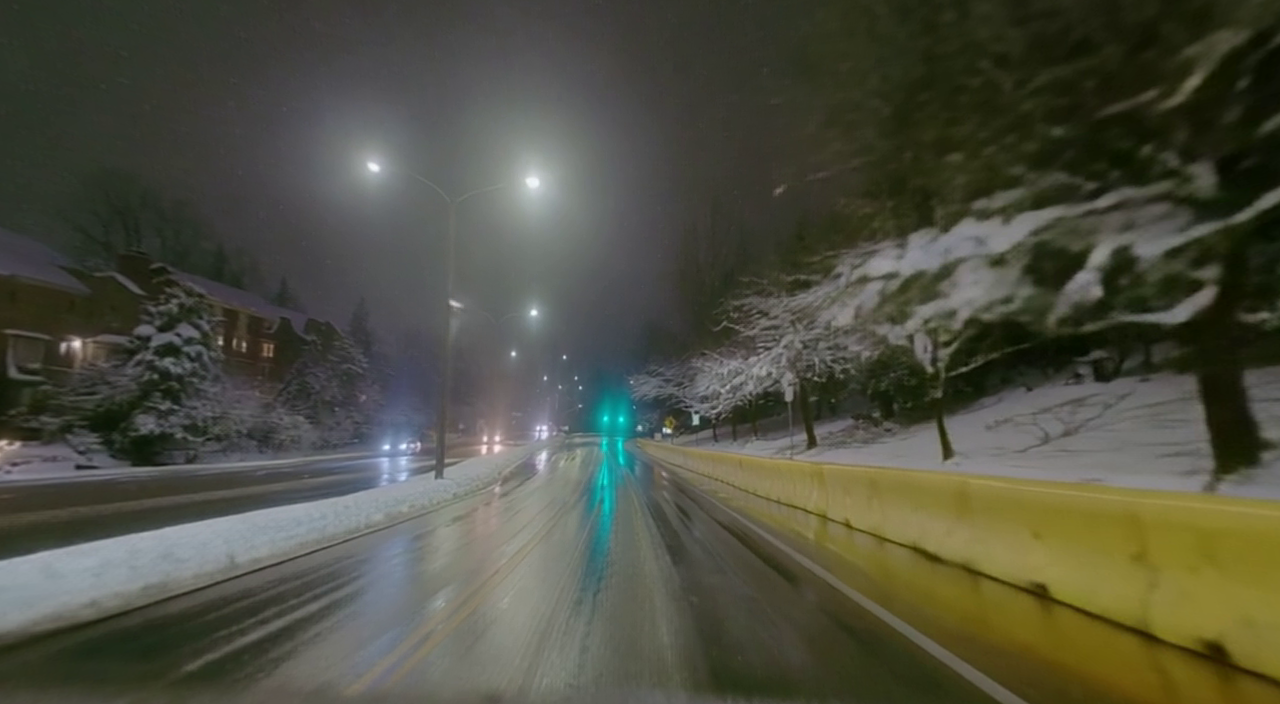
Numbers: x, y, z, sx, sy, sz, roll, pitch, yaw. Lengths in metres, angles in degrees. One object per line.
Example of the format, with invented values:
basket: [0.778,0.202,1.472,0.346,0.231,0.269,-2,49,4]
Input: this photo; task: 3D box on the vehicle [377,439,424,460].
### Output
vehicle: [-18.497,7.574,49.018,1.892,1.521,4.641,0,-9,-1]
